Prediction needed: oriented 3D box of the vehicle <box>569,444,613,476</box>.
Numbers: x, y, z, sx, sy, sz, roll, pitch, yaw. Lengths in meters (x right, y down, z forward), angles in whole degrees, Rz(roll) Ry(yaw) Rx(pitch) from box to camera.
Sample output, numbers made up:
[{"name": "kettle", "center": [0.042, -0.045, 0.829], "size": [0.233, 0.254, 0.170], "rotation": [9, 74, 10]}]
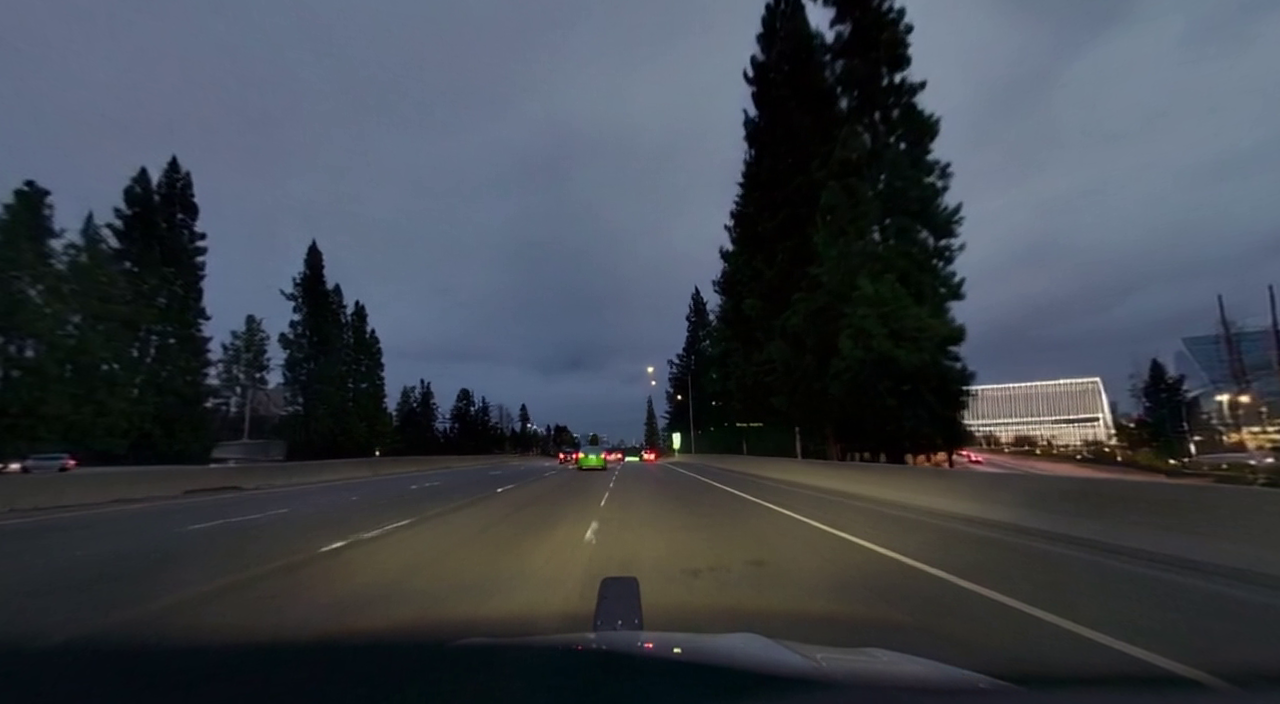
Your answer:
[{"name": "vehicle", "center": [-2.972, 6.641, 39.007], "size": [2.302, 1.810, 4.707], "rotation": [-1, -9, 1]}]

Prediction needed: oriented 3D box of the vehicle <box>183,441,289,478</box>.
[{"name": "vehicle", "center": [-26.079, 6.955, 41.075], "size": [2.619, 2.224, 6.343], "rotation": [-1, -9, 1]}]

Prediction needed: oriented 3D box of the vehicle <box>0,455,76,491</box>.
[{"name": "vehicle", "center": [-37.229, 7.207, 37.818], "size": [2.047, 1.936, 4.918], "rotation": [0, -9, -1]}]
